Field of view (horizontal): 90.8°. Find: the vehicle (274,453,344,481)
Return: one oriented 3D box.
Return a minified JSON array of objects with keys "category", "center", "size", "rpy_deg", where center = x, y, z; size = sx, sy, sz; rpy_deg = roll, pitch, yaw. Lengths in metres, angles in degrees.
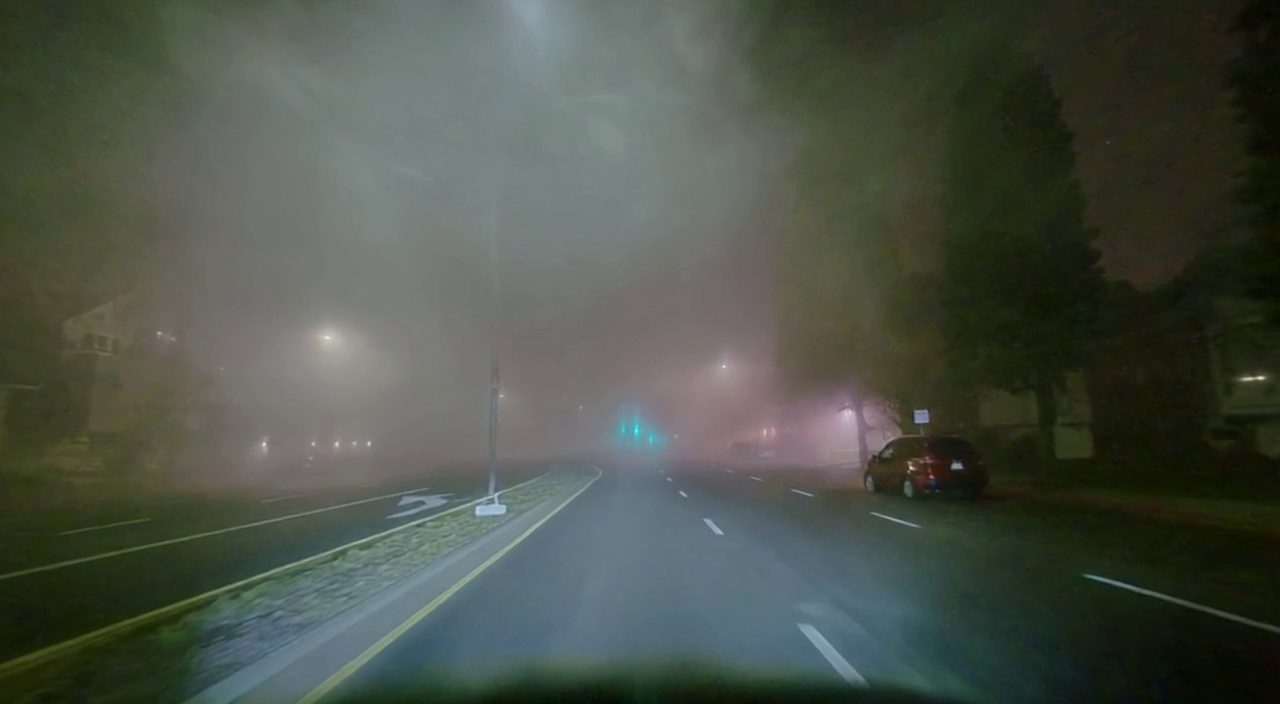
[{"category":"vehicle","center":[-20.633,7.158,39.591],"size":[1.945,1.469,4.539],"rpy_deg":[-1,-8,0]}]

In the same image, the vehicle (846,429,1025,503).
[{"category":"vehicle","center":[7.372,2.895,16.464],"size":[2.053,1.628,4.717],"rpy_deg":[1,-9,-5]}]
